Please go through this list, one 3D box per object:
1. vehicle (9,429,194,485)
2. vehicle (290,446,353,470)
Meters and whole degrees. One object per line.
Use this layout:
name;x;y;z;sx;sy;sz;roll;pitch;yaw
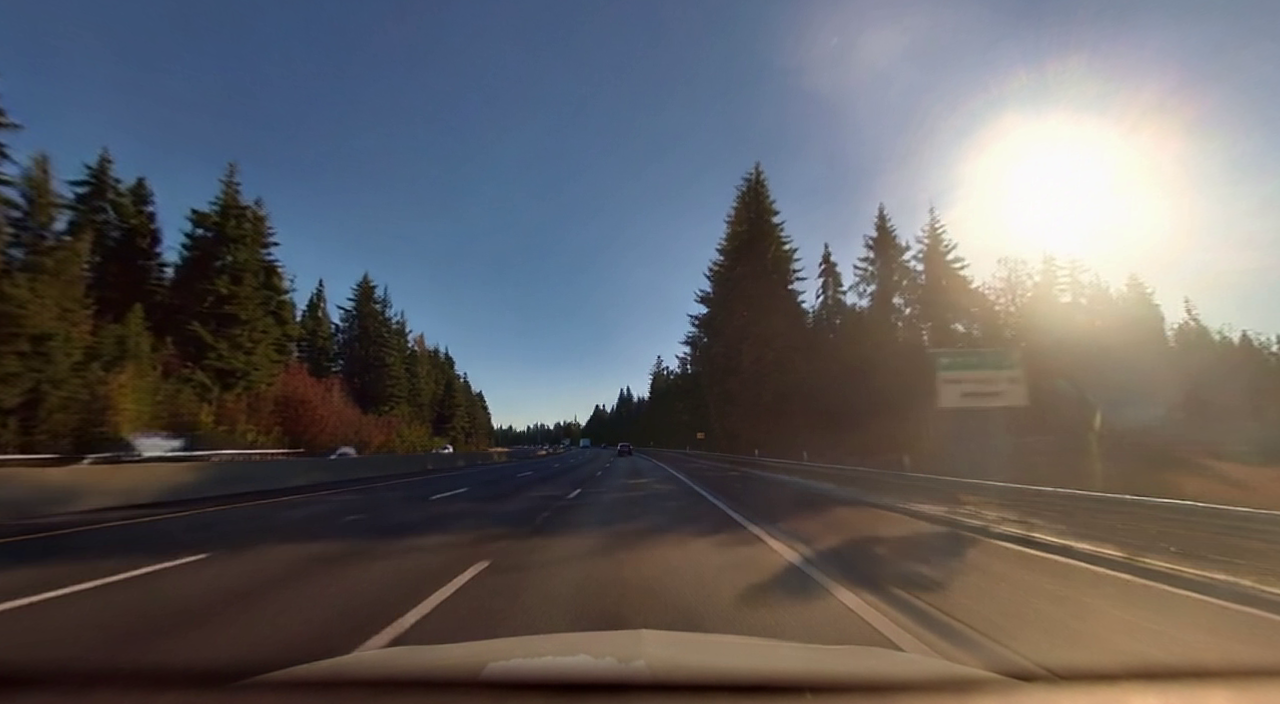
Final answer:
vehicle;-17.320;3.403;20.689;1.984;1.622;4.617;0;-8;-1
vehicle;-20.826;6.925;41.418;1.778;1.477;4.642;0;-8;-1
